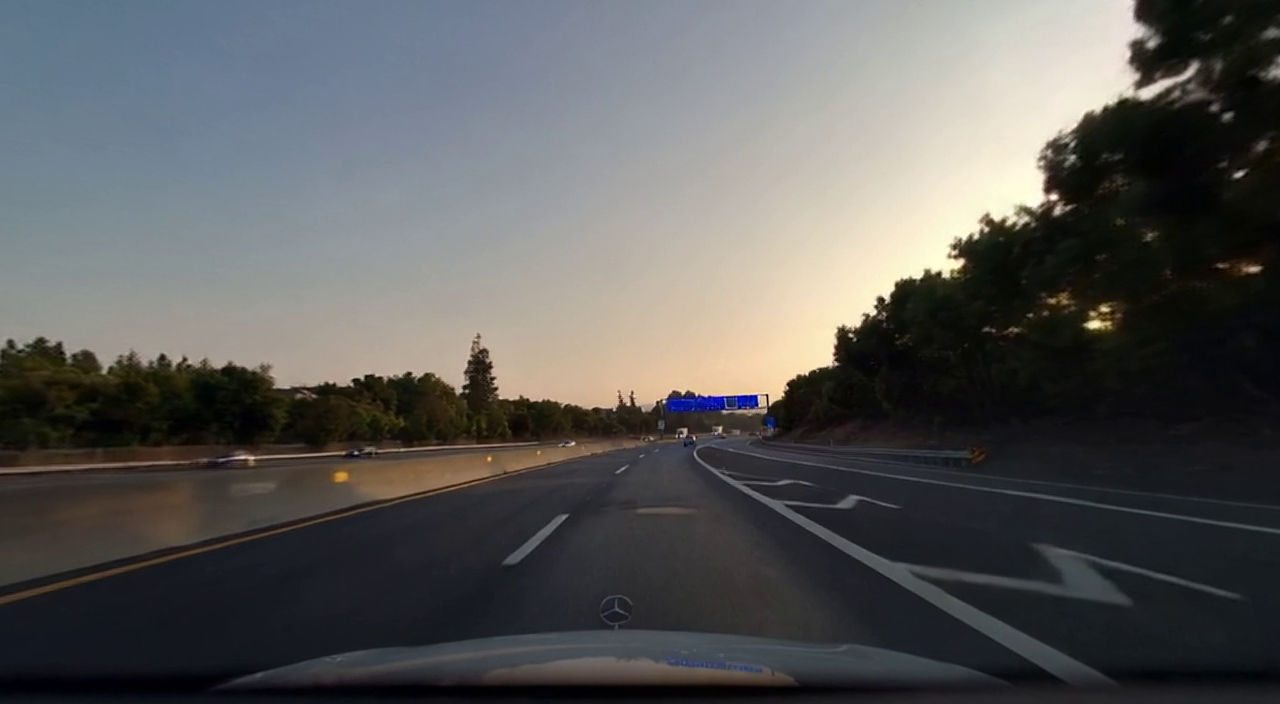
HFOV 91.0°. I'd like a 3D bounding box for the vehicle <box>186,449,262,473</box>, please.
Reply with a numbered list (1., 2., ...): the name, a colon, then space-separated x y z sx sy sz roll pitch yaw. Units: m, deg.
1. vehicle: -28.100 7.349 42.688 1.883 1.421 4.460 -1 -8 5
